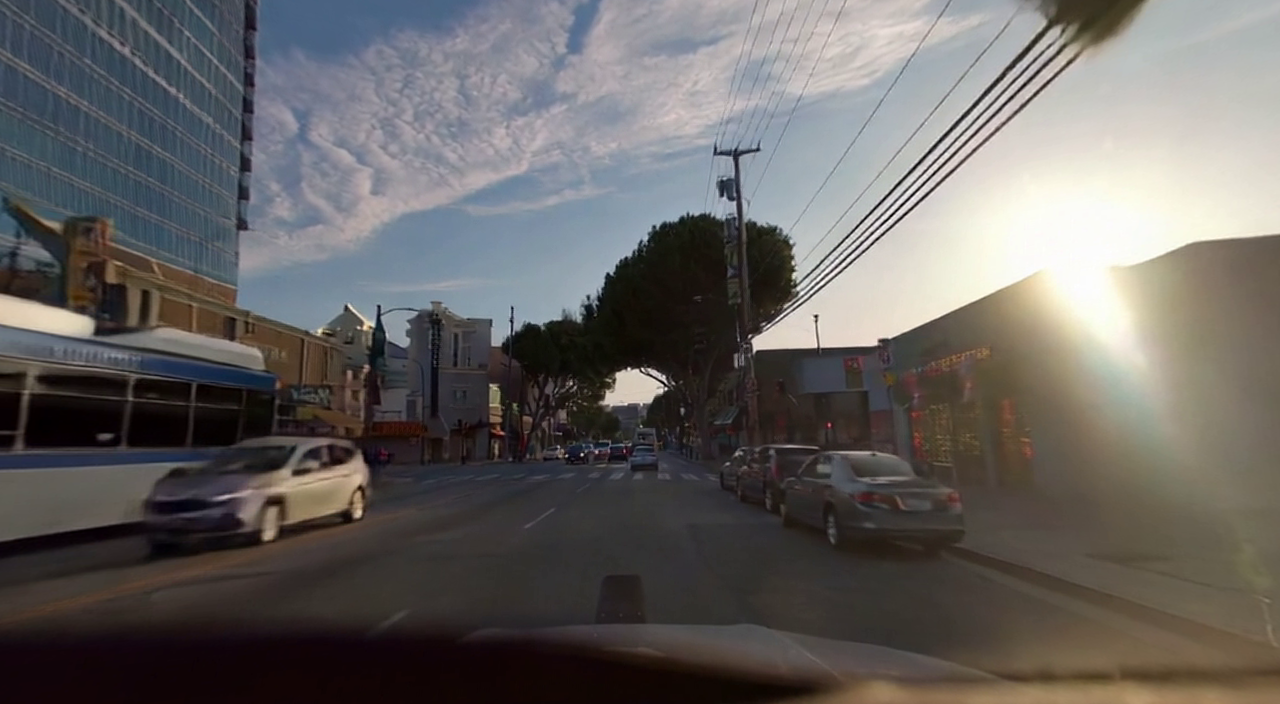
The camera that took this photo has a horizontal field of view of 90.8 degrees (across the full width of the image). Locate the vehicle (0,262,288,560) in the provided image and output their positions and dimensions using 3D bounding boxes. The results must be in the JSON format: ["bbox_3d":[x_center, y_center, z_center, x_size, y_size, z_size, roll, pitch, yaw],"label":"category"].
[{"bbox_3d":[-9.398,0.655,7.186,3.022,3.627,13.129,-1,-9,1],"label":"vehicle"}]

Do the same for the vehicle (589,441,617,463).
[{"bbox_3d":[-2.853,7.785,49.320,2.026,1.616,4.109,1,-8,-1],"label":"vehicle"}]

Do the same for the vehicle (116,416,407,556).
[{"bbox_3d":[-5.588,2.009,10.151,2.050,1.763,4.119,0,-8,1],"label":"vehicle"}]

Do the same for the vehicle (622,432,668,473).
[{"bbox_3d":[0.306,5.025,31.642,2.127,1.893,4.194,0,-8,2],"label":"vehicle"}]

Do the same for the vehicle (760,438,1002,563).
[{"bbox_3d":[3.318,2.121,9.869,2.018,1.474,4.524,0,-8,0],"label":"vehicle"}]
